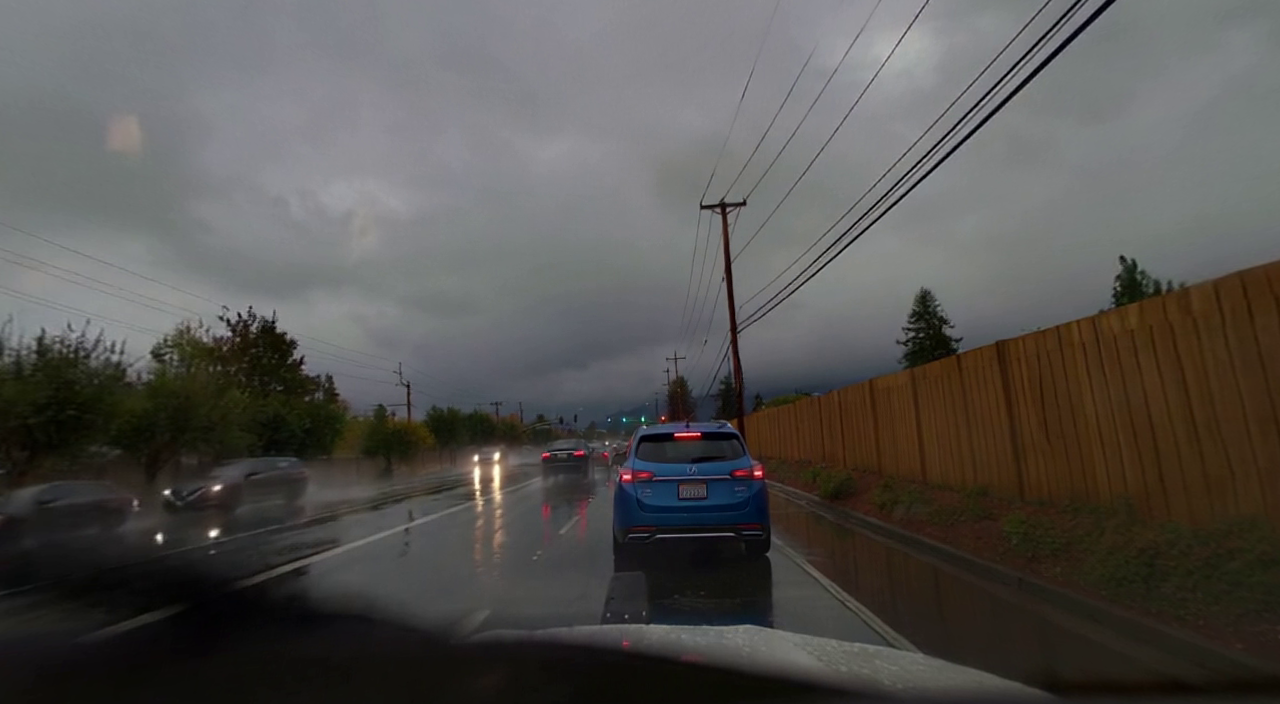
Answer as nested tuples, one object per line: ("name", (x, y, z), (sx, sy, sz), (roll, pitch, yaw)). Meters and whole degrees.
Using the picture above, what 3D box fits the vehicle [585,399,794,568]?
("vehicle", (0.488, 1.674, 8.683), (2.174, 1.749, 4.113), (0, -9, -1))

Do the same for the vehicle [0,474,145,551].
("vehicle", (-14.805, 3.844, 15.204), (2.024, 1.467, 4.584), (-4, -9, 0))

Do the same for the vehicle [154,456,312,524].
("vehicle", (-11.495, 3.876, 18.197), (1.893, 1.662, 3.966), (0, -9, 0))

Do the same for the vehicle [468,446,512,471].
("vehicle", (-11.682, 8.325, 49.535), (2.187, 1.863, 5.152), (0, -9, 0))

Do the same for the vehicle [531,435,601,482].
("vehicle", (-2.712, 4.062, 24.231), (2.037, 1.639, 4.213), (0, -9, 2))
